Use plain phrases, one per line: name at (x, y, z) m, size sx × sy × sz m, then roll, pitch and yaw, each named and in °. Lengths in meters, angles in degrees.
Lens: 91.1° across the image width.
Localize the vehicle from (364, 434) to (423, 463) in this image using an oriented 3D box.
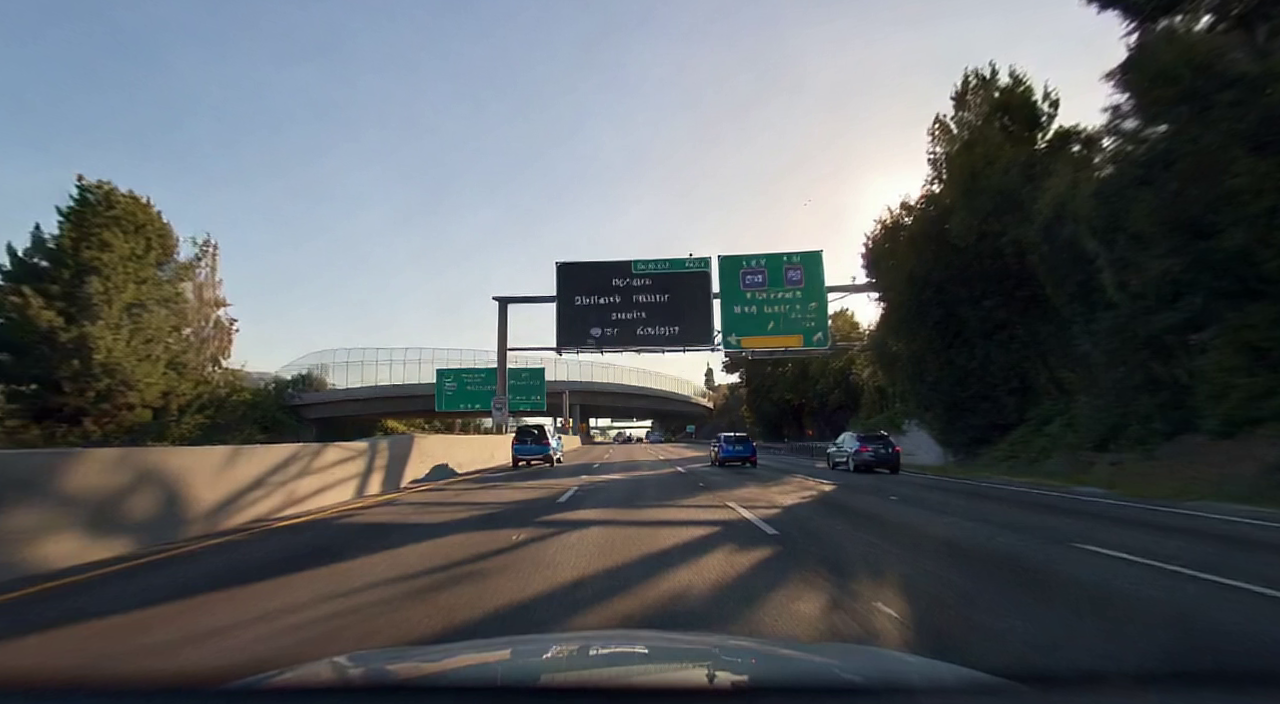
vehicle at (-16.819, 6.587, 43.205) m, size 2.083 × 1.902 × 4.873 m, roll 0°, pitch -8°, yaw -1°

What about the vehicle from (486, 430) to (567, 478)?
vehicle at (-3.741, 3.442, 21.552) m, size 2.032 × 1.465 × 4.316 m, roll 0°, pitch -8°, yaw -1°

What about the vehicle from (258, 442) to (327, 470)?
vehicle at (-20.977, 6.291, 38.136) m, size 1.848 × 1.544 × 4.103 m, roll 0°, pitch -8°, yaw -1°

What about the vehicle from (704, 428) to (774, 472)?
vehicle at (3.847, 3.872, 25.133) m, size 2.011 × 1.576 × 4.060 m, roll 0°, pitch -8°, yaw -2°

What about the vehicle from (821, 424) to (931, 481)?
vehicle at (7.452, 3.186, 20.316) m, size 1.956 × 1.634 × 3.935 m, roll 0°, pitch -8°, yaw -1°
